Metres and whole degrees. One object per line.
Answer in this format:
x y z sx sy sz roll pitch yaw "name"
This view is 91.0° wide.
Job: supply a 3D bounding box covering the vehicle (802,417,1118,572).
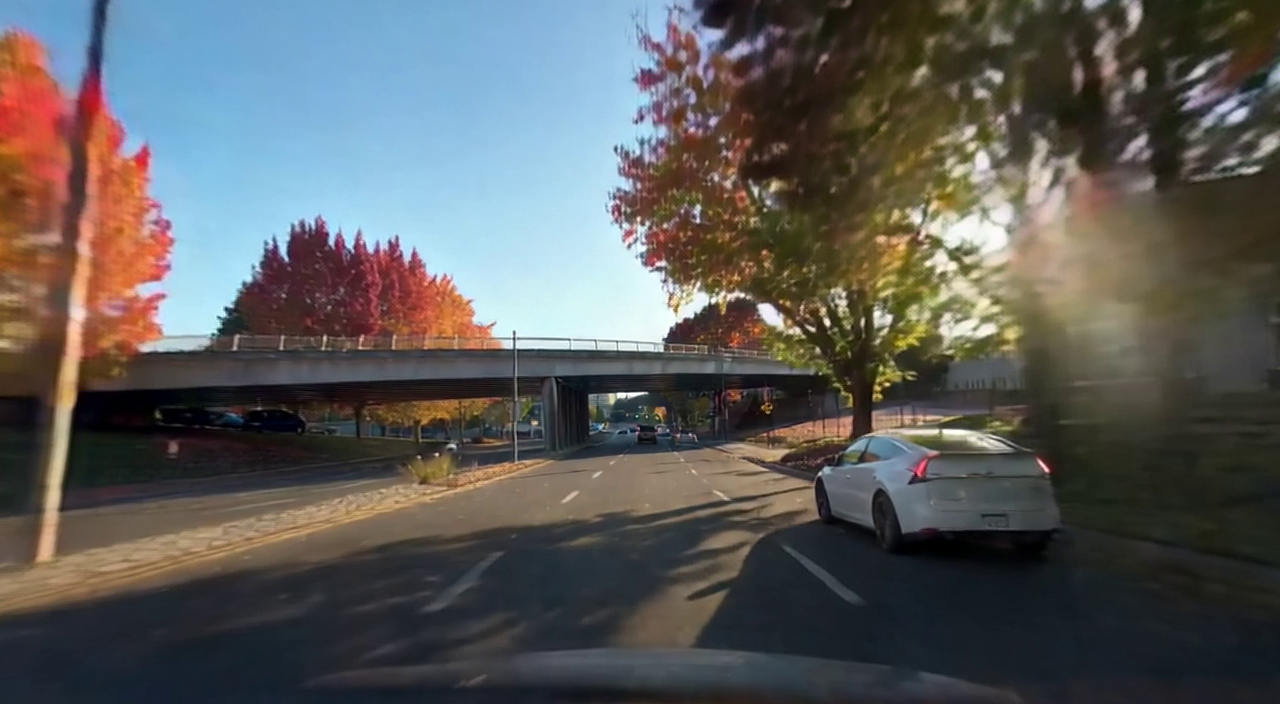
3.813 1.786 8.648 2.063 1.542 4.420 -1 -9 1 "vehicle"
